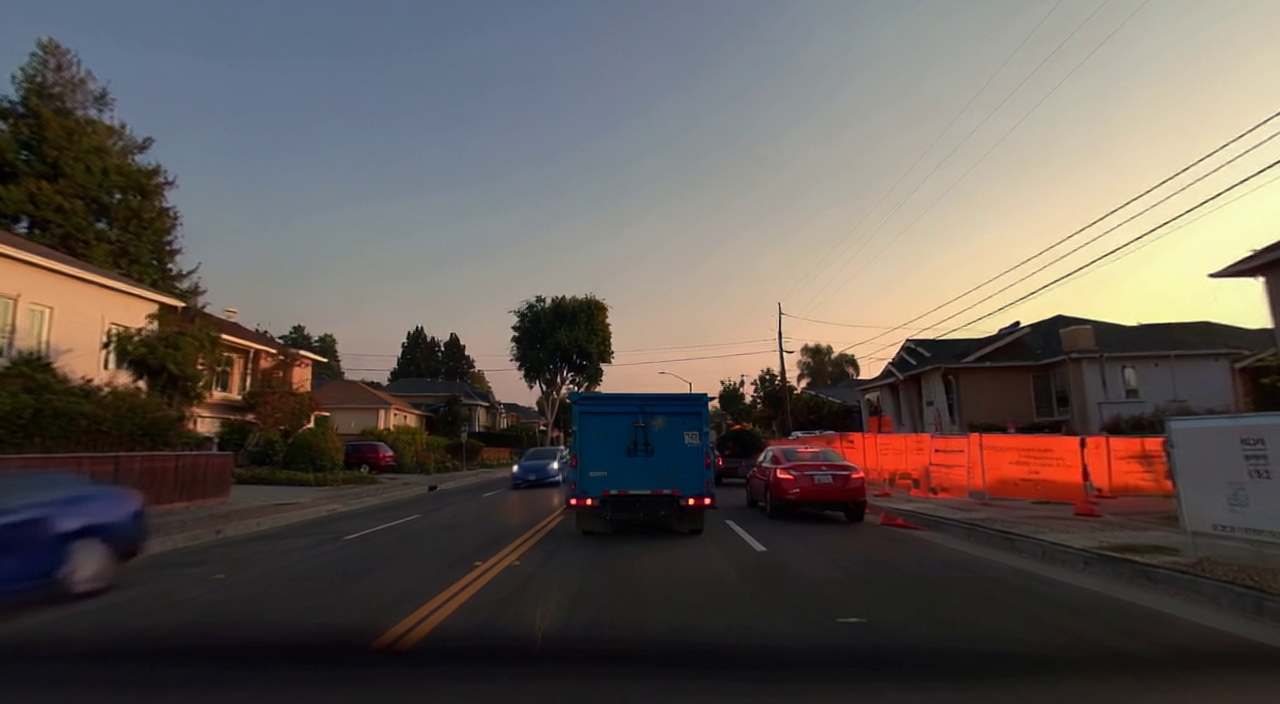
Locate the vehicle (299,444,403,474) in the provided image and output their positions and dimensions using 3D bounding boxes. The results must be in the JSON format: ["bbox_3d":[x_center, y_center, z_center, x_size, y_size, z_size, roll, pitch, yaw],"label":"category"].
[{"bbox_3d":[-15.105,5.603,32.960,4.490,1.500,1.875,0,-9,-2],"label":"vehicle"}]

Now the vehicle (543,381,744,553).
[{"bbox_3d":[0.085,2.059,11.917,2.751,2.361,6.347,0,-9,1],"label":"vehicle"}]

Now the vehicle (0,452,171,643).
[{"bbox_3d":[-6.196,1.531,4.632,1.953,1.528,4.492,0,-9,0],"label":"vehicle"}]

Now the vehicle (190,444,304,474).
[{"bbox_3d":[-20.386,5.553,32.665,4.706,1.468,1.817,-1,-9,3],"label":"vehicle"}]

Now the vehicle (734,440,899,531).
[{"bbox_3d":[3.311,2.587,12.860,2.010,1.499,4.481,0,-9,-1],"label":"vehicle"}]
